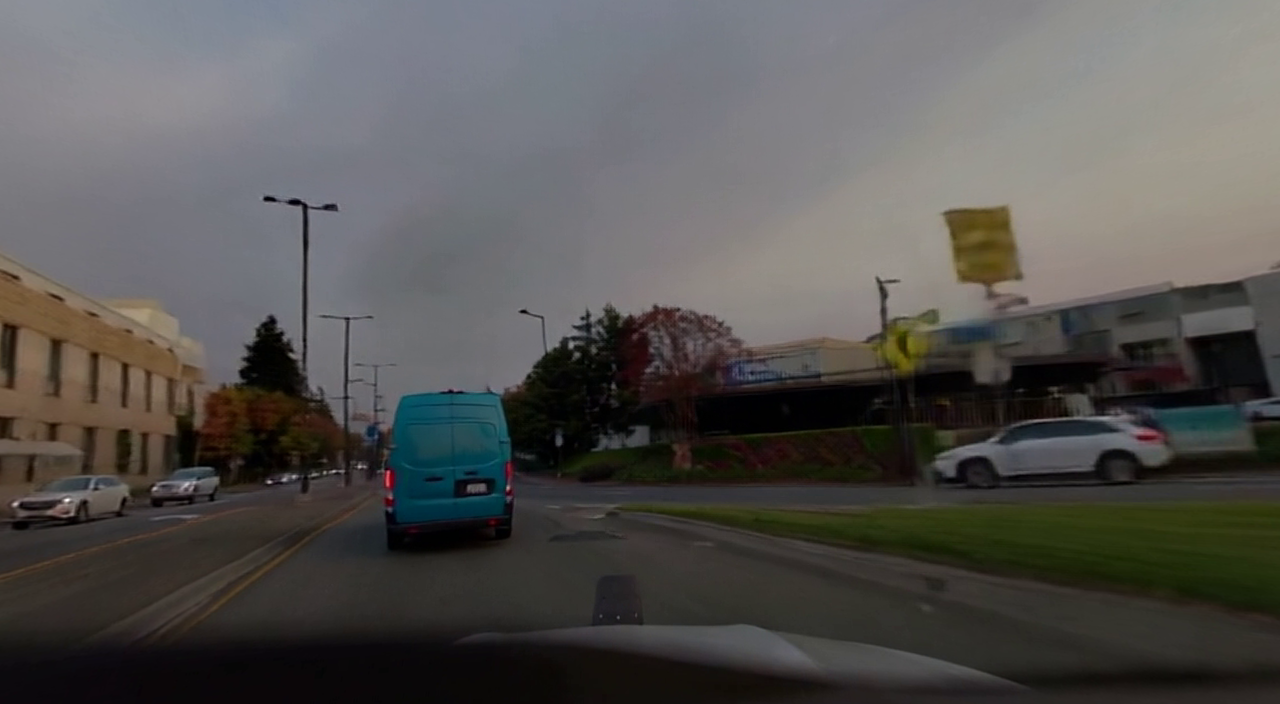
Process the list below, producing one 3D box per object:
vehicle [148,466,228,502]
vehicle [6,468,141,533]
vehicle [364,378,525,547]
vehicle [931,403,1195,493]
[{"bbox_3d":[-25.408,7.404,35.442,1.938,1.688,4.523,1,-9,-12],"label":"vehicle"},{"bbox_3d":[-19.073,4.942,21.352,2.114,1.668,3.747,-3,-8,-19],"label":"vehicle"},{"bbox_3d":[-4.055,2.189,12.909,2.432,2.624,5.670,2,-9,-19],"label":"vehicle"},{"bbox_3d":[8.357,1.997,12.937,4.109,1.592,2.008,-5,-10,25],"label":"vehicle"}]
